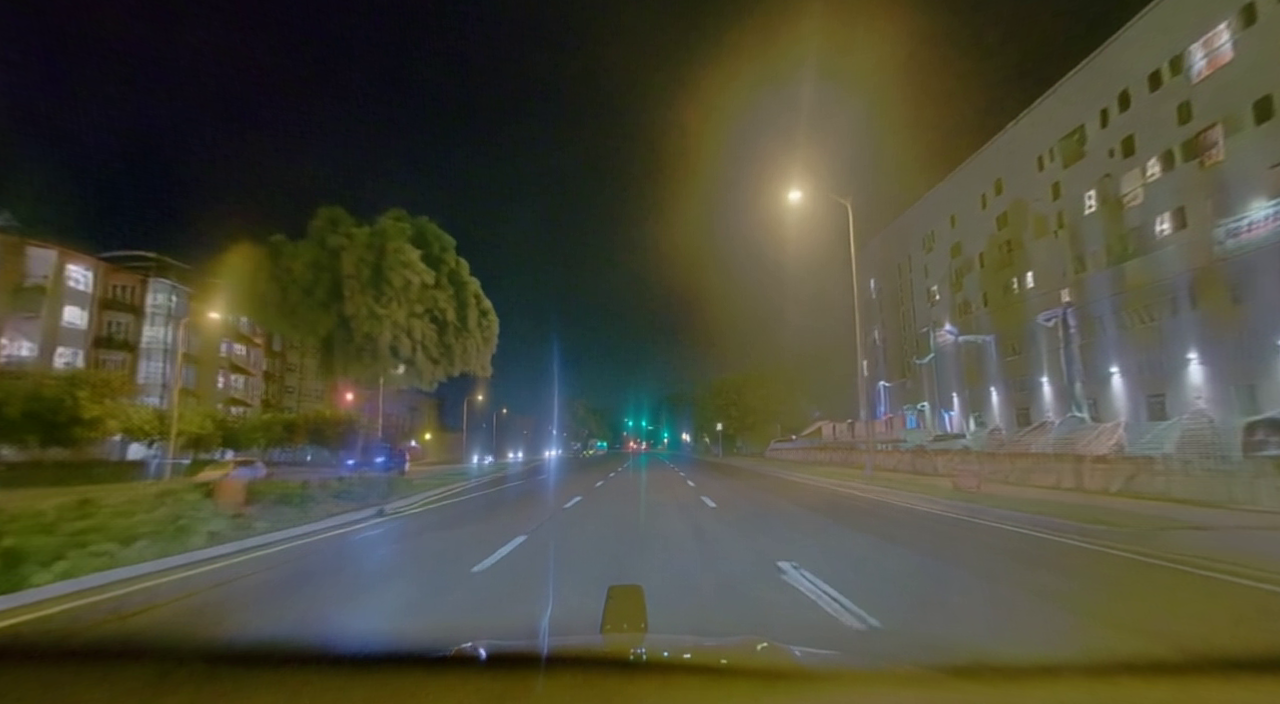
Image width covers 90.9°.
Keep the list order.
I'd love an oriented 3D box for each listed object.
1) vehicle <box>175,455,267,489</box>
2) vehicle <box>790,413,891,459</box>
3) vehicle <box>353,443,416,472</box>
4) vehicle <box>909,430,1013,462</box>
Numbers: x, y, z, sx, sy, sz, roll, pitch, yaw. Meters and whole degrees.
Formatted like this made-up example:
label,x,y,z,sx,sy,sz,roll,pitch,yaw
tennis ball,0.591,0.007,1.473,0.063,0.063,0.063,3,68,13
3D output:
label,x,y,z,sx,sy,sz,roll,pitch,yaw
vehicle,-23.432,6.686,35.482,1.957,1.672,4.743,0,-8,-1
vehicle,15.702,6.651,49.797,6.641,3.391,3.387,-1,-9,-5
vehicle,-15.757,6.509,39.171,2.015,1.607,5.241,0,-8,-4
vehicle,17.086,5.024,33.749,4.450,1.643,1.996,0,-8,-1
